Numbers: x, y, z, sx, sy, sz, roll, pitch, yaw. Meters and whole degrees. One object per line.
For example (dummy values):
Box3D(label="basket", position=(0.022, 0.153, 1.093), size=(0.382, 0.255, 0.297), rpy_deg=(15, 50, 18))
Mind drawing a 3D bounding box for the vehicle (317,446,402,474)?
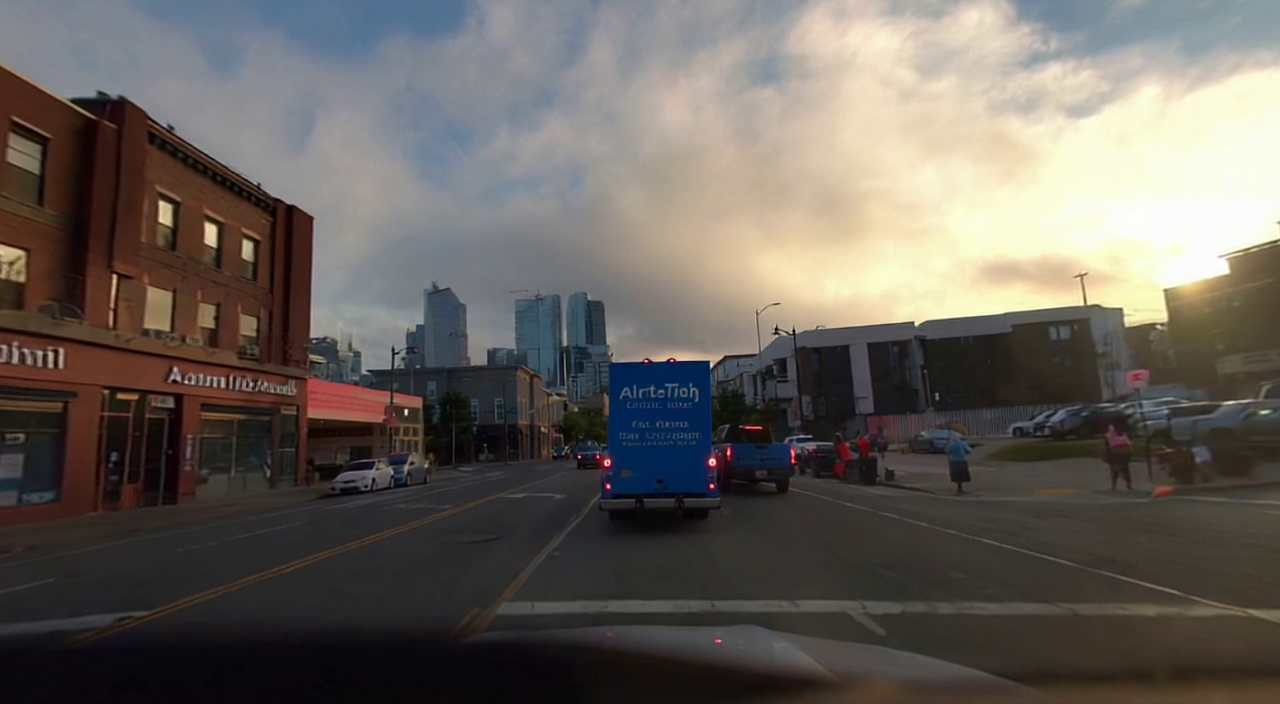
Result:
Box3D(label="vehicle", position=(-21.638, 8.312, 48.538), size=(5.475, 2.011, 2.269), rpy_deg=(-1, -8, 6))

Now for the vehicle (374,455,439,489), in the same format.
Box3D(label="vehicle", position=(-13.127, 6.750, 35.569), size=(1.943, 1.682, 4.365), rpy_deg=(0, -9, 0))

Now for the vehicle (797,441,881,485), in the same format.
Box3D(label="vehicle", position=(7.751, 4.359, 24.908), size=(1.951, 1.548, 4.290), rpy_deg=(0, -9, 1))

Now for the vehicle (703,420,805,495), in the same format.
Box3D(label="vehicle", position=(3.489, 3.387, 20.432), size=(2.346, 2.062, 5.236), rpy_deg=(0, -9, 0))

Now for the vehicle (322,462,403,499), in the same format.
Box3D(label="vehicle", position=(-13.284, 6.141, 30.362), size=(1.901, 1.508, 4.405), rpy_deg=(0, -9, 0))

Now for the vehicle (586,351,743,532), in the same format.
Box3D(label="vehicle", position=(0.290, 1.904, 13.365), size=(2.517, 2.926, 6.177), rpy_deg=(0, -9, -2))

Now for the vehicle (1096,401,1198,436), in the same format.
Box3D(label="vehicle", position=(25.997, 3.474, 32.367), size=(1.811, 1.623, 3.921), rpy_deg=(0, -9, -3))
